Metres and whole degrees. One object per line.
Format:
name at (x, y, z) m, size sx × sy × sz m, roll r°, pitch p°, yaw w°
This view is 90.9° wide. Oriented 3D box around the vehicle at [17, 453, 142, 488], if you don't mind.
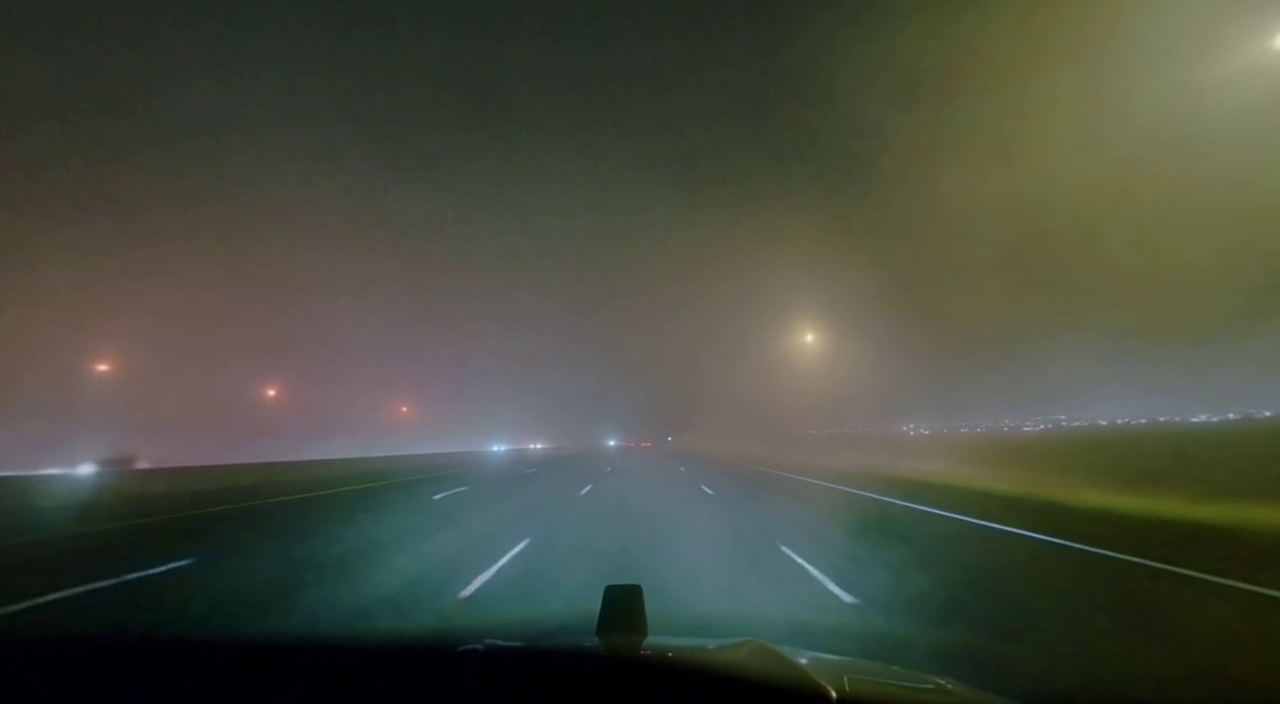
vehicle at (-26.874, 5.677, 30.495) m, size 1.902 × 1.459 × 4.495 m, roll 0°, pitch -8°, yaw 0°
